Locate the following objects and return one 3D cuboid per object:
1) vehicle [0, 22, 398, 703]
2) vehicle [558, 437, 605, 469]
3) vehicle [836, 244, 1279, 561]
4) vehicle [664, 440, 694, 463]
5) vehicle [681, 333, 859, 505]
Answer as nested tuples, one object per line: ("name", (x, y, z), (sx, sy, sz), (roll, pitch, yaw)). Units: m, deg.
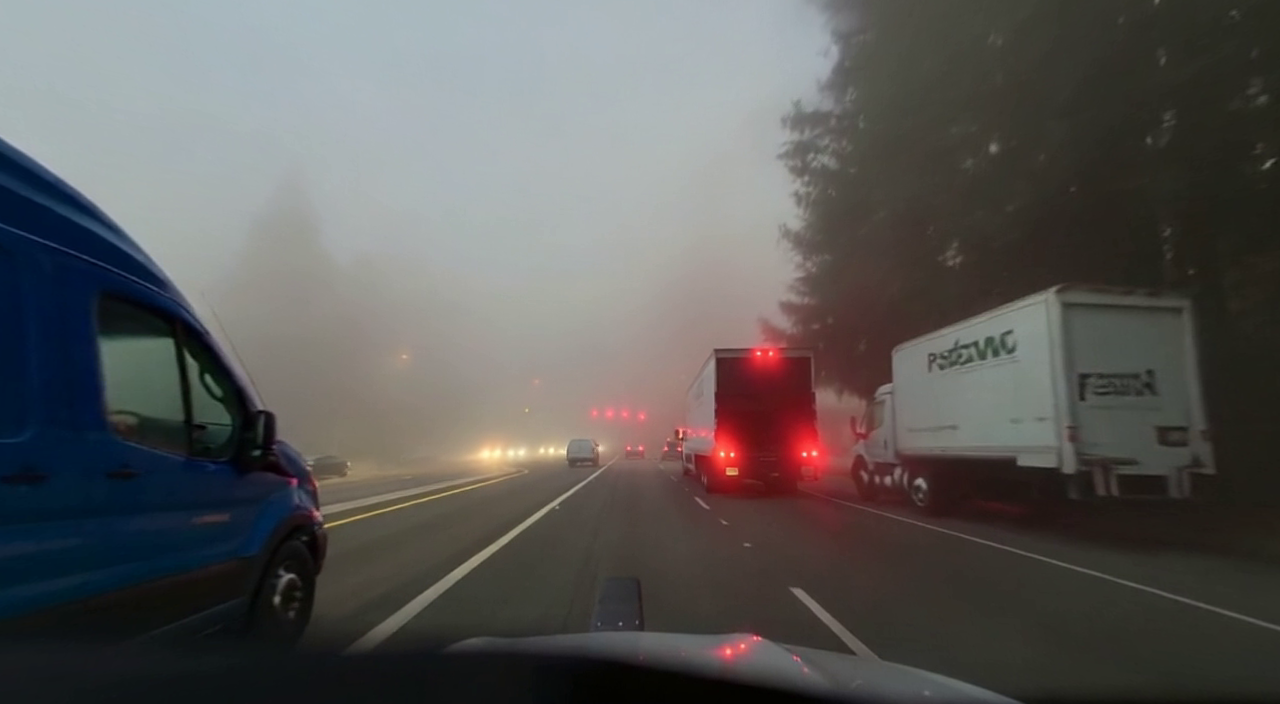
("vehicle", (-3.429, 0.280, 2.257), (2.443, 2.784, 6.493), (0, -9, 1))
("vehicle", (-3.411, 6.065, 38.006), (2.356, 1.766, 5.674), (0, -9, -1))
("vehicle", (6.979, 1.254, 12.469), (3.005, 3.947, 9.252), (0, -9, -1))
("vehicle", (2.770, 7.207, 45.822), (1.869, 1.616, 4.346), (0, -9, 0))
("vehicle", (2.961, 2.078, 17.862), (2.861, 3.525, 9.858), (0, -9, 0))
